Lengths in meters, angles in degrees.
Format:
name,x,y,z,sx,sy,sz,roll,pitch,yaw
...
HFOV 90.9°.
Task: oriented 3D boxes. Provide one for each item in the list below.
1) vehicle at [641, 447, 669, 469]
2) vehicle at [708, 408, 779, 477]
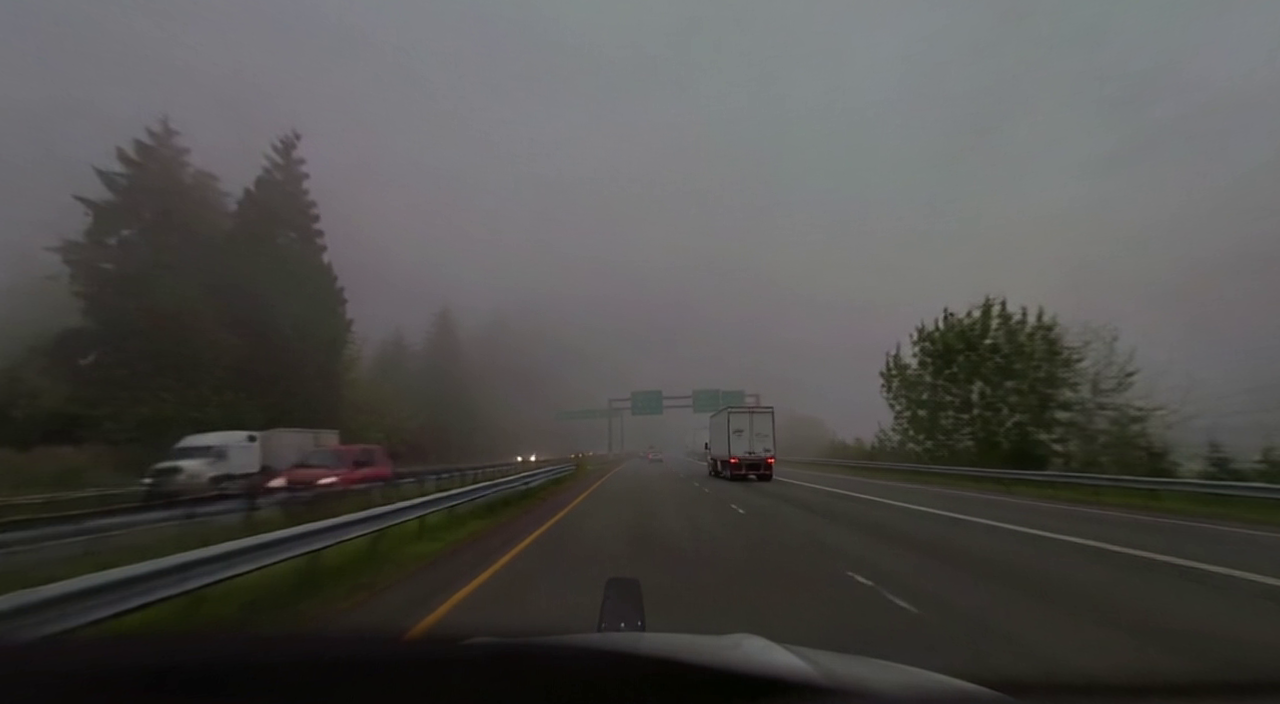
name,x,y,z,sx,sy,sz,roll,pitch,yaw
vehicle,1.105,7.845,46.808,2.049,1.500,3.790,0,-9,1
vehicle,5.448,4.978,34.478,2.743,3.367,7.306,0,-9,1
